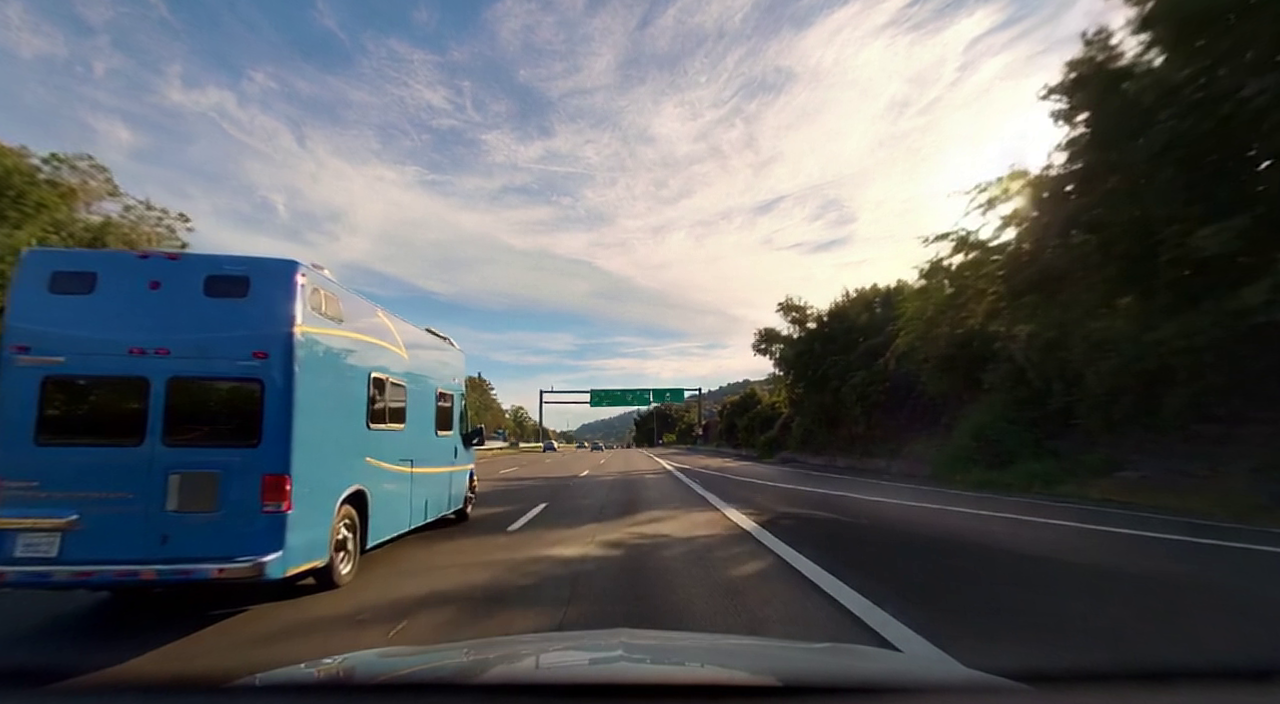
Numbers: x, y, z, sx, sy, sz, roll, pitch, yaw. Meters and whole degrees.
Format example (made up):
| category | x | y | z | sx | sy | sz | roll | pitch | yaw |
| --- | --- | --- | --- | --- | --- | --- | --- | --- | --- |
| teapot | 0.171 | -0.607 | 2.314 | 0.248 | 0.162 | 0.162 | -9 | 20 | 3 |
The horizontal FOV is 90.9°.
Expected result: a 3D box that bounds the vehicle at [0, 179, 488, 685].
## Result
| category | x | y | z | sx | sy | sz | roll | pitch | yaw |
| --- | --- | --- | --- | --- | --- | --- | --- | --- | --- |
| vehicle | -3.971 | 0.884 | 7.777 | 2.676 | 3.269 | 7.388 | 0 | -7 | -3 |
